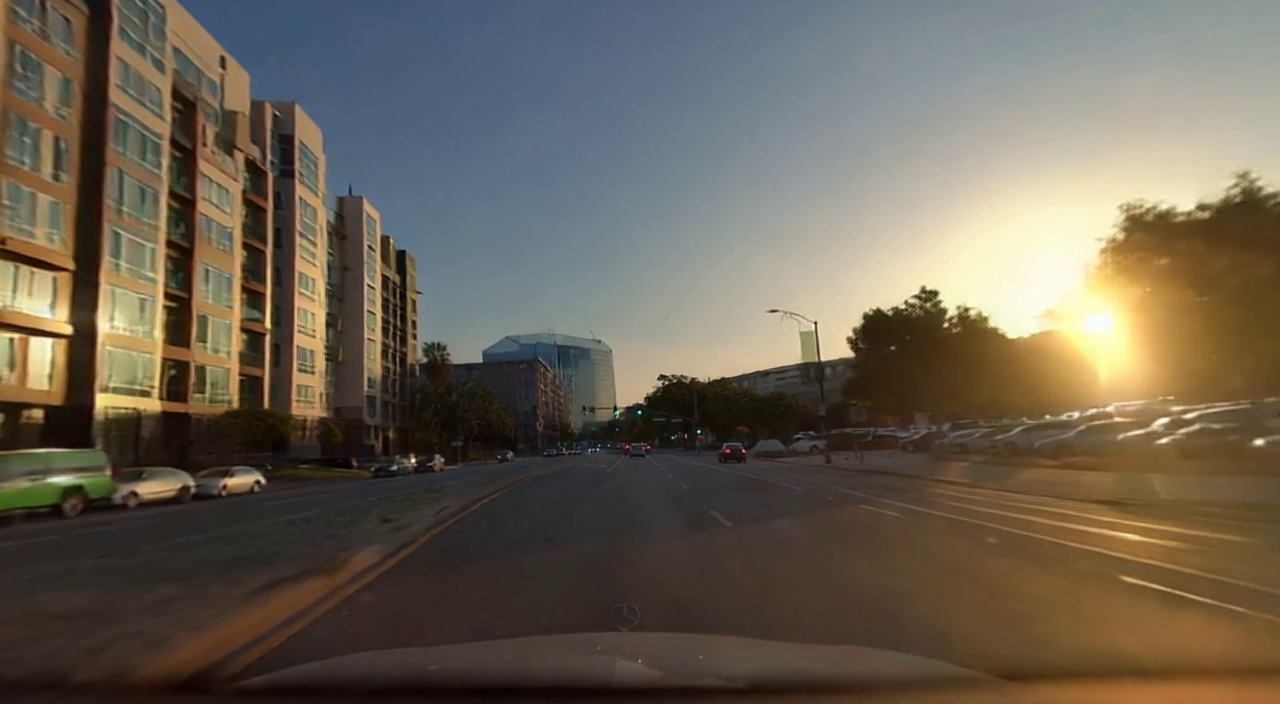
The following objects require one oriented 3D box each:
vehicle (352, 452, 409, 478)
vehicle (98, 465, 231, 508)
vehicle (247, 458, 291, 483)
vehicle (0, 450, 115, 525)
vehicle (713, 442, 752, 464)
[{"bbox_3d":[-18.696,8.133,45.843,2.047,1.756,4.844,0,-9,0],"label":"vehicle"},{"bbox_3d":[-19.031,5.361,25.577,1.850,1.451,4.450,0,-9,1],"label":"vehicle"},{"bbox_3d":[-25.721,8.217,43.916,2.099,1.561,4.013,4,-9,-24],"label":"vehicle"},{"bbox_3d":[-19.106,3.889,18.244,2.373,2.077,6.457,0,-9,-1],"label":"vehicle"},{"bbox_3d":[6.417,7.092,44.285,1.992,1.447,4.414,0,-9,-1],"label":"vehicle"}]
